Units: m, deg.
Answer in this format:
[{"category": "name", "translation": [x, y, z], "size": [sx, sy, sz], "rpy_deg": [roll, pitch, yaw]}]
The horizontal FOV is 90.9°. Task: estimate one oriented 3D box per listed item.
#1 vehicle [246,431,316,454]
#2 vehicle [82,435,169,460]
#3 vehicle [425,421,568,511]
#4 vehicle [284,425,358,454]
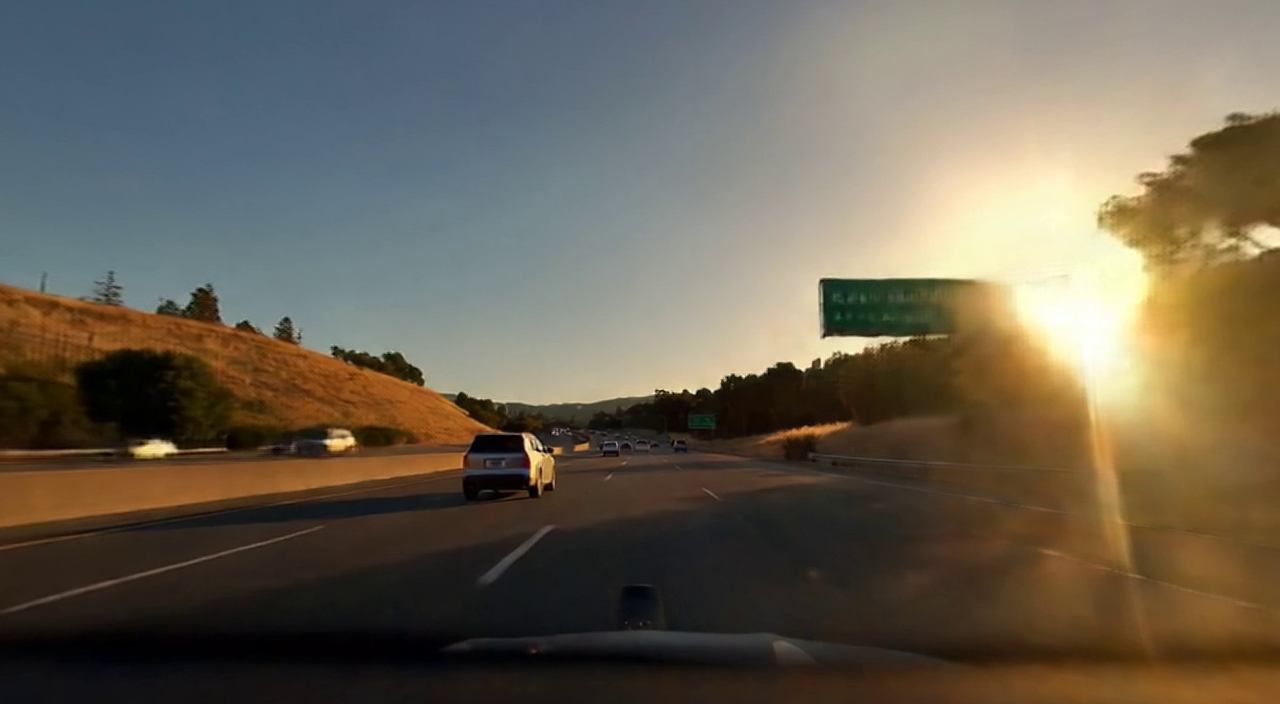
[{"category": "vehicle", "translation": [-28.085, 7.169, 49.585], "size": [2.144, 1.674, 5.580], "rpy_deg": [0, -9, 1]}, {"category": "vehicle", "translation": [-32.211, 6.011, 39.671], "size": [1.783, 1.513, 4.313], "rpy_deg": [0, -9, 0]}, {"category": "vehicle", "translation": [-3.236, 2.717, 15.445], "size": [2.218, 1.848, 4.789], "rpy_deg": [0, -9, 2]}, {"category": "vehicle", "translation": [-23.917, 6.636, 47.620], "size": [2.243, 1.985, 6.208], "rpy_deg": [0, -9, 1]}]
